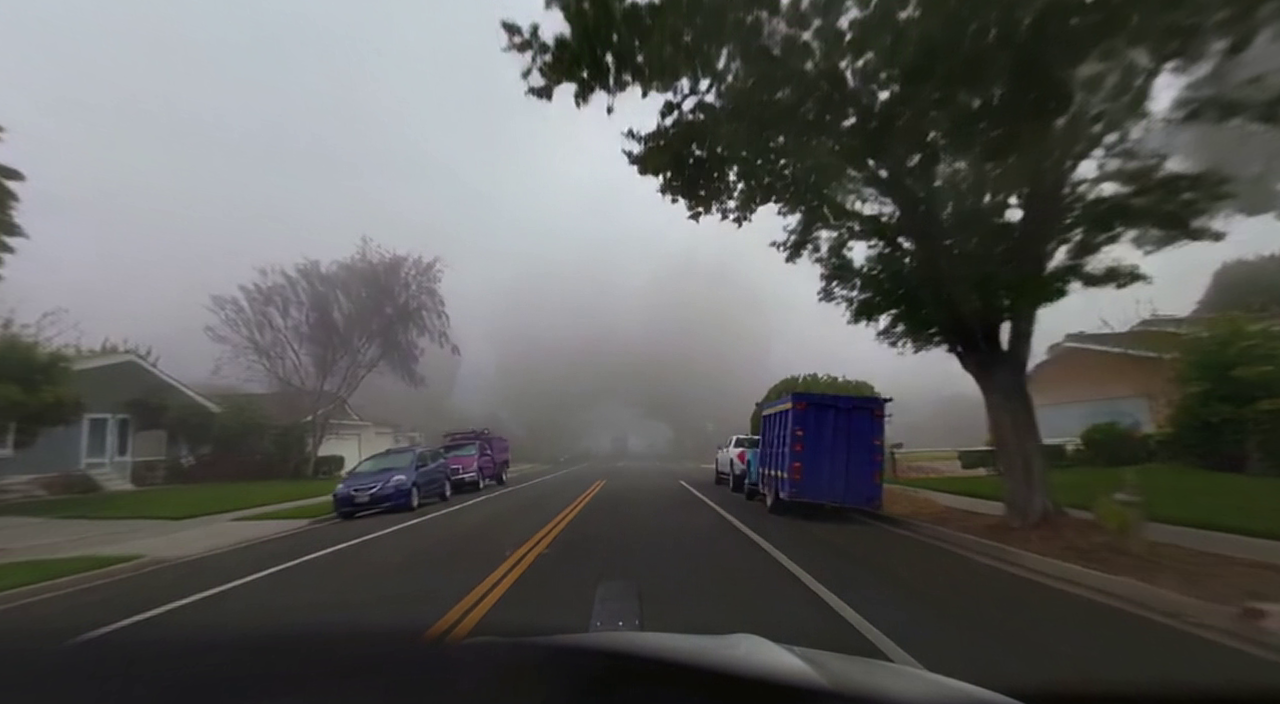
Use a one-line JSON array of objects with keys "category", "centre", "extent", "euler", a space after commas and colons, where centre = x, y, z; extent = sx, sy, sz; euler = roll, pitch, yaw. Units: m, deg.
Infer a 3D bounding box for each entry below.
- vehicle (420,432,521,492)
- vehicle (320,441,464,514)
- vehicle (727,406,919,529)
[{"category": "vehicle", "centre": [-6.483, 4.290, 25.003], "extent": [2.302, 2.059, 5.758], "euler": [0, -8, 1]}, {"category": "vehicle", "centre": [-6.838, 3.489, 18.213], "extent": [2.005, 1.785, 5.179], "euler": [0, -8, 1]}, {"category": "vehicle", "centre": [3.462, 2.355, 13.496], "extent": [2.332, 2.044, 5.695], "euler": [0, -9, -1]}]
